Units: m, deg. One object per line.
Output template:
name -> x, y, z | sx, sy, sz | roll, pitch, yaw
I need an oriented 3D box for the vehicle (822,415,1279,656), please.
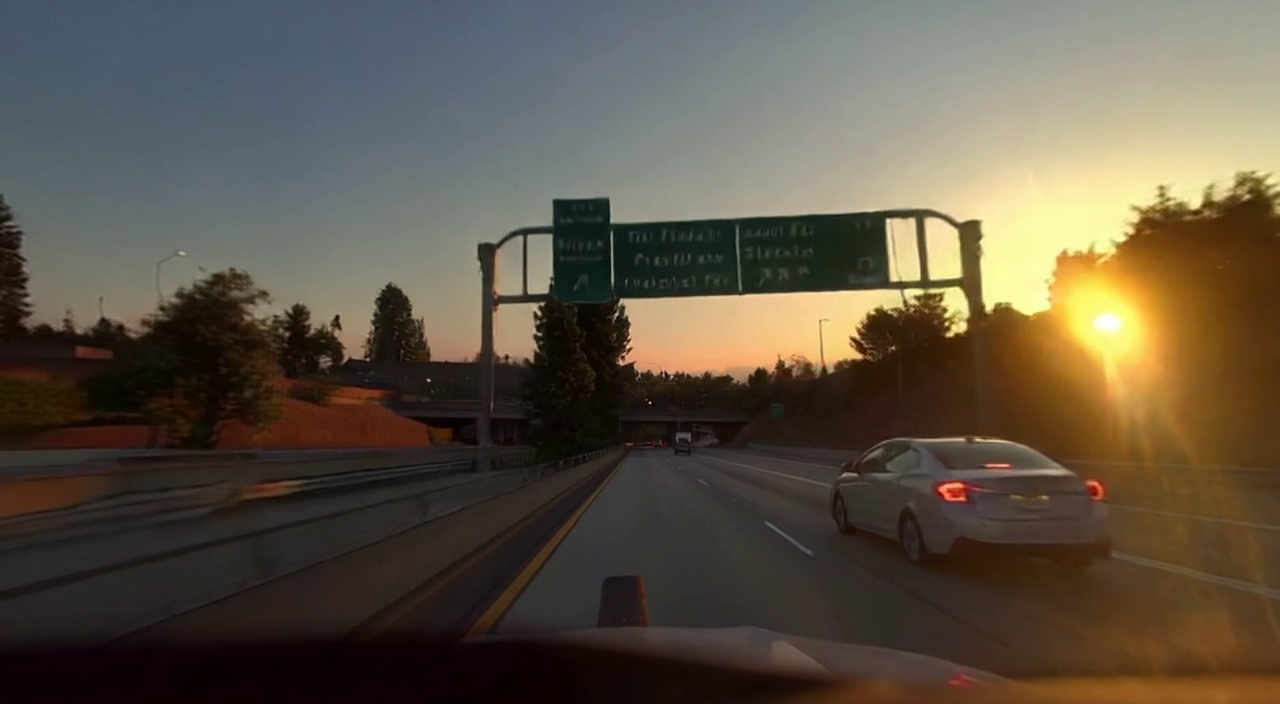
vehicle -> 3.510, 1.466, 6.224 | 2.091, 1.482, 4.522 | 0, -8, 0
